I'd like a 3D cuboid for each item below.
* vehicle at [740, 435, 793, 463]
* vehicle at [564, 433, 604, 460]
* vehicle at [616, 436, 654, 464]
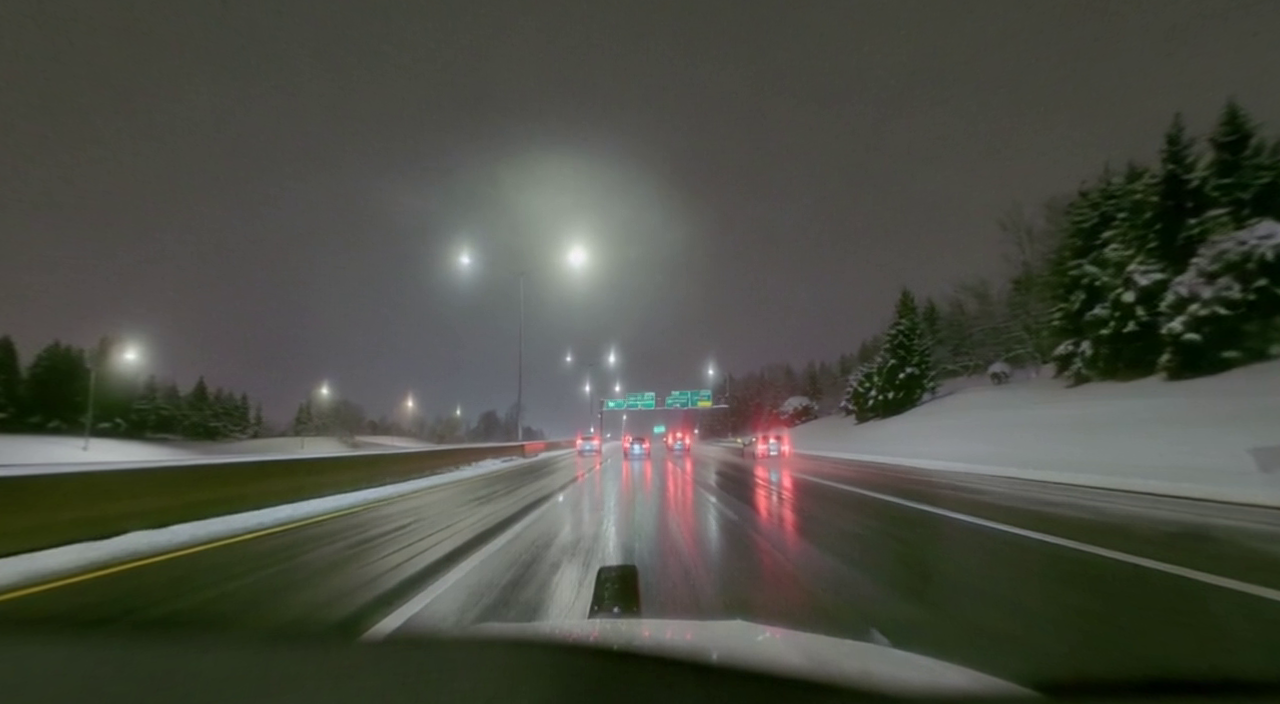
[{"bbox_3d":[7.027,5.467,35.552,1.935,1.478,4.433,0,-9,-2],"label":"vehicle"},{"bbox_3d":[-3.630,6.249,41.753,2.123,1.661,4.601,0,-9,1],"label":"vehicle"},{"bbox_3d":[-0.279,5.367,34.647,1.985,1.457,4.227,0,-9,-1],"label":"vehicle"}]
